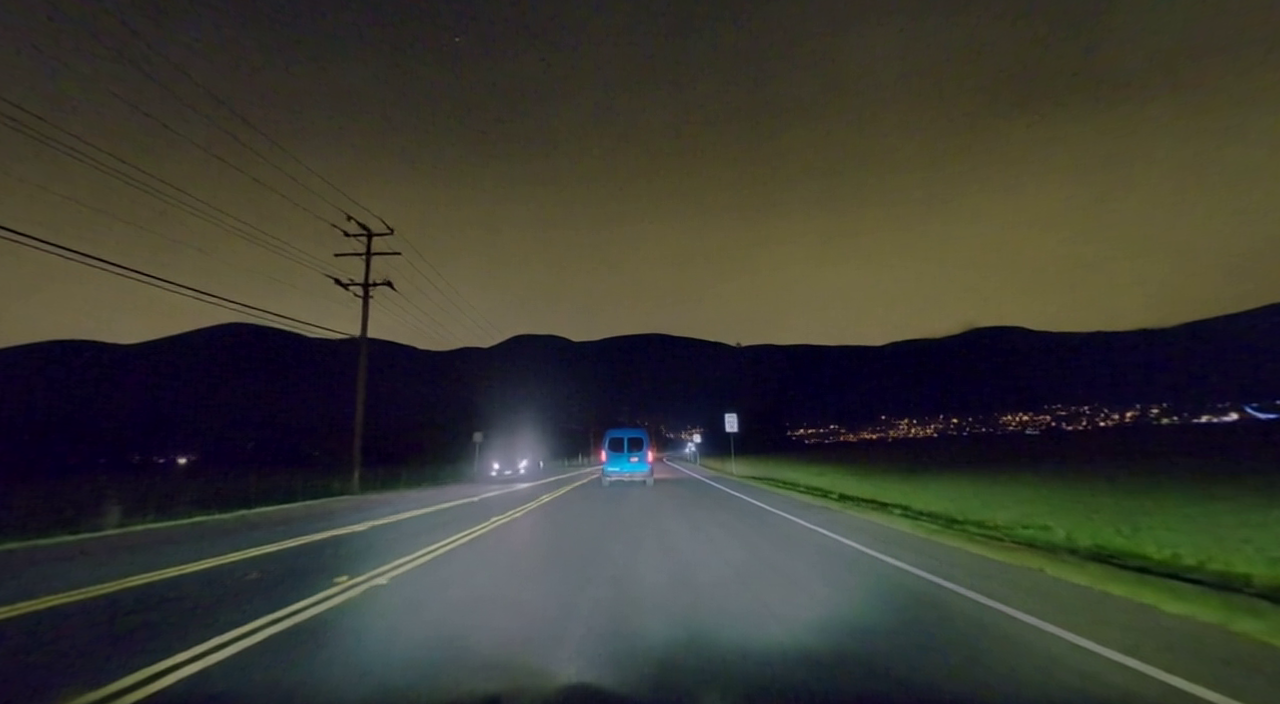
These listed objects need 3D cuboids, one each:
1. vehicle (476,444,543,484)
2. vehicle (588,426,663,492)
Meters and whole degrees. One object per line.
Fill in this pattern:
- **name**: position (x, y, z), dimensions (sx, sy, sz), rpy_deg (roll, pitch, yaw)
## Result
- **vehicle**: position (-6.453, 5.554, 31.630), dimensions (2.120, 1.804, 4.392), rpy_deg (-1, -8, 5)
- **vehicle**: position (-0.442, 3.834, 22.948), dimensions (2.454, 2.144, 4.535), rpy_deg (0, -8, 1)
